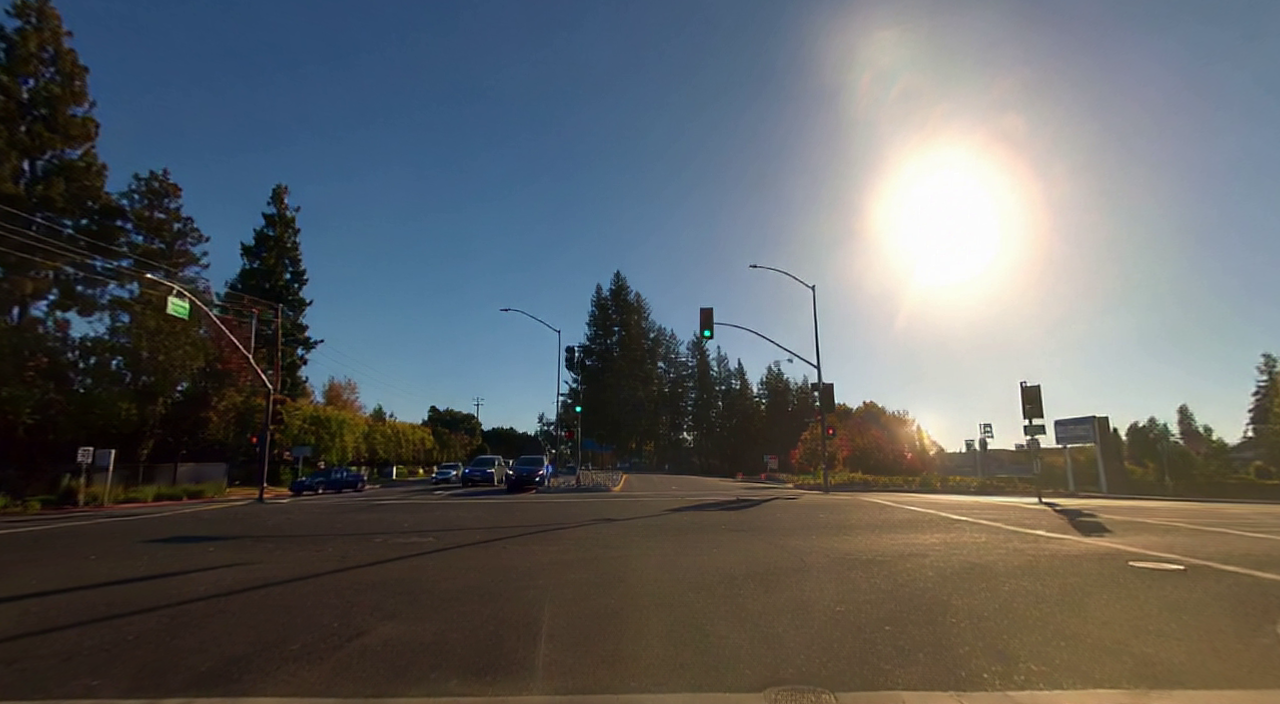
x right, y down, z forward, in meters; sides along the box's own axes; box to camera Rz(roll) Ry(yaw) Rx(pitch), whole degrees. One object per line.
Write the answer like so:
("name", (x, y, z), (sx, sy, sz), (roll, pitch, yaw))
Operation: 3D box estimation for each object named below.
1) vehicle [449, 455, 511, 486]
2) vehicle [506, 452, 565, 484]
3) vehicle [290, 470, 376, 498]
("vehicle", (-8.039, 5.978, 32.079), (1.960, 1.433, 4.213), (0, -8, 1))
("vehicle", (-5.238, 5.865, 32.130), (2.107, 1.456, 4.728), (0, -8, 1))
("vehicle", (-19.621, 8.441, 40.478), (2.029, 1.500, 4.491), (-5, -10, 30))
